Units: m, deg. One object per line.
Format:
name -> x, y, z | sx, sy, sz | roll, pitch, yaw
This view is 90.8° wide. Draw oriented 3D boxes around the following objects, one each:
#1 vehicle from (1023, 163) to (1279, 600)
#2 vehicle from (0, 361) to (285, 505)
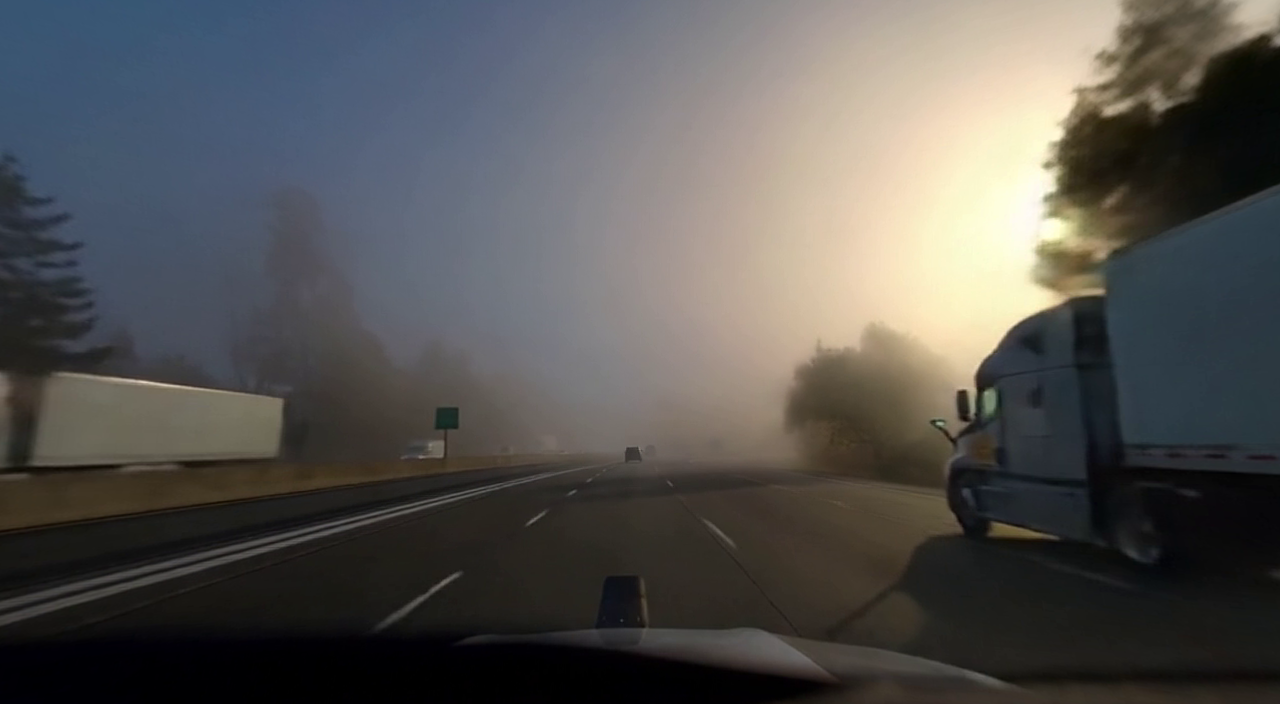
vehicle -> 6.888, -0.028, 3.513 | 2.821, 3.681, 10.415 | 0, -9, -1
vehicle -> -19.058, 3.047, 22.714 | 2.923, 3.914, 16.640 | 0, -9, 0
